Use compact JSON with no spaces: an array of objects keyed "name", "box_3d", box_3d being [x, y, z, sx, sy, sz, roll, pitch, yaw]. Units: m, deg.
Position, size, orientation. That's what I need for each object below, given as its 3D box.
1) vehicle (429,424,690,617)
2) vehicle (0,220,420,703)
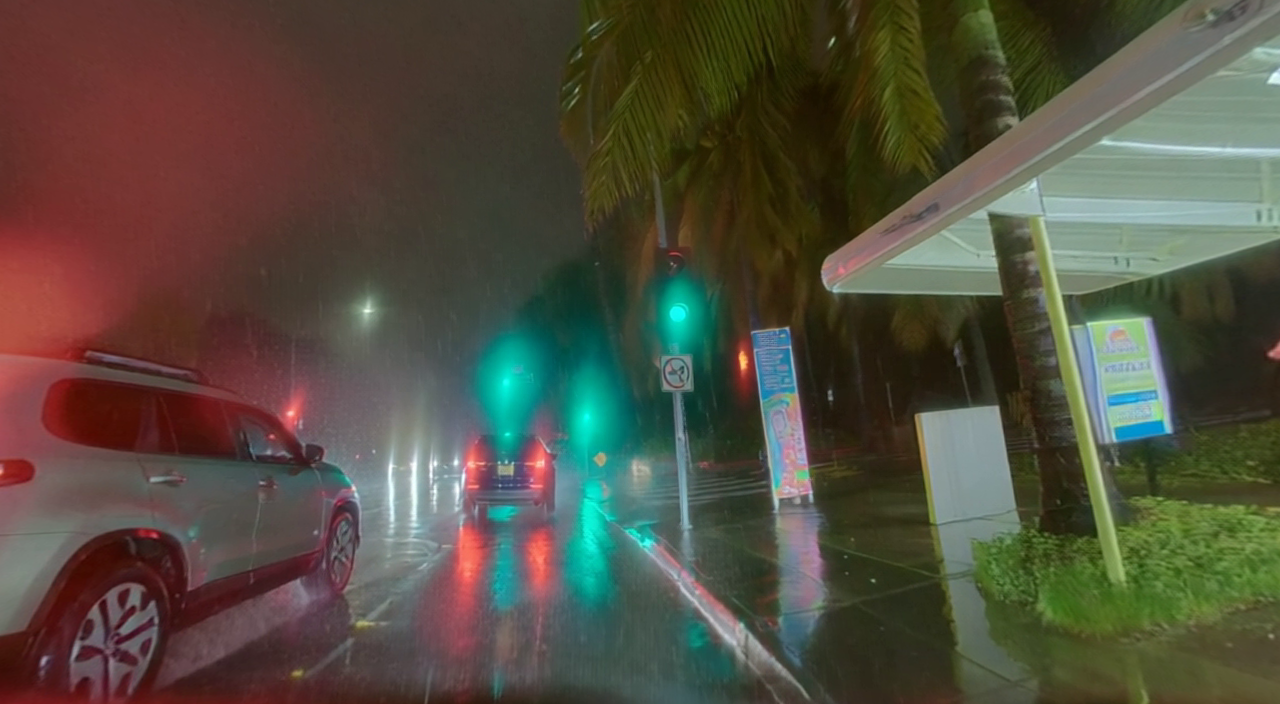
[{"name":"vehicle","box_3d":[-1.019,1.645,7.222,2.065,1.467,4.289,2,-9,-11]},{"name":"vehicle","box_3d":[-2.764,0.911,3.258,2.098,1.851,4.571,1,-9,-7]}]
